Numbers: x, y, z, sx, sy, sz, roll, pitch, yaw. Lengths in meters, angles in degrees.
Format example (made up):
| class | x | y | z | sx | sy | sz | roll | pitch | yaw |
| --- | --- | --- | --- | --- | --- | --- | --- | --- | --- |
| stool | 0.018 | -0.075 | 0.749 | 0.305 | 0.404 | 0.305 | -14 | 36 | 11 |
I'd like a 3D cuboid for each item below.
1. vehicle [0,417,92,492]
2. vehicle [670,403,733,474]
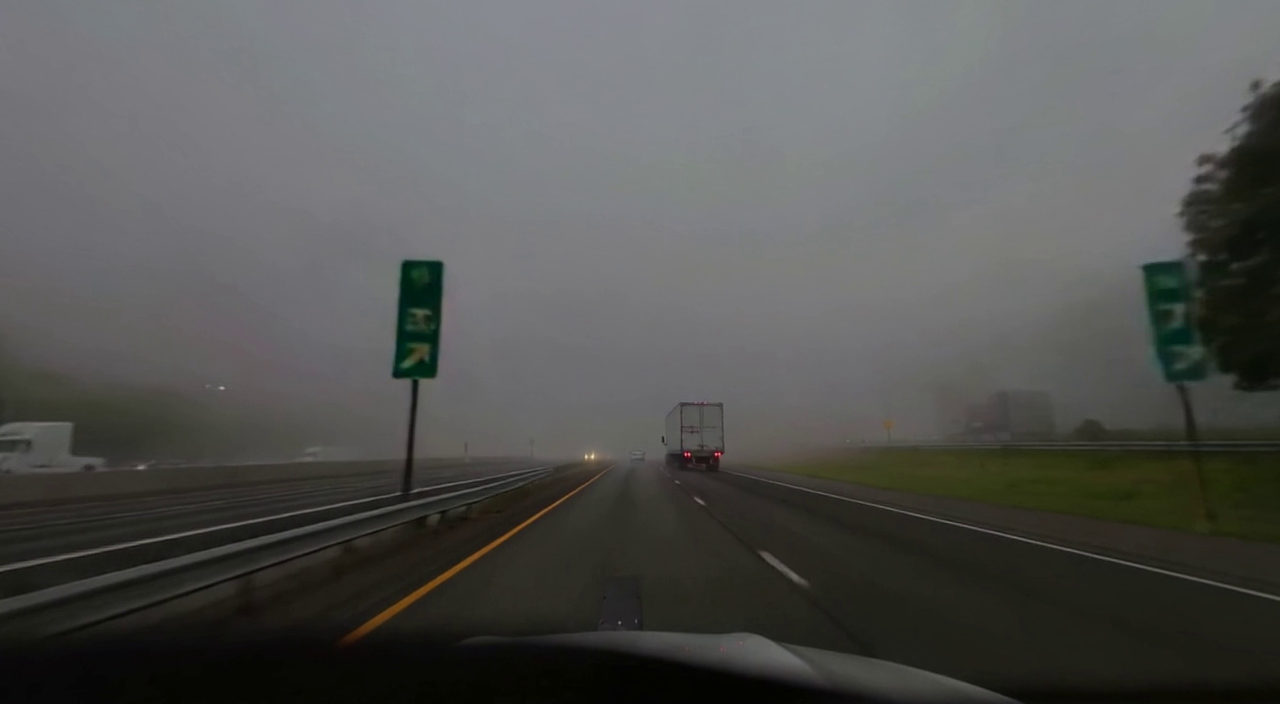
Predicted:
| class | x | y | z | sx | sy | sz | roll | pitch | yaw |
| --- | --- | --- | --- | --- | --- | --- | --- | --- | --- |
| vehicle | -28.416 | 4.693 | 28.589 | 2.809 | 2.981 | 7.530 | 3 | -10 | -23 |
| vehicle | 3.946 | 6.110 | 43.779 | 3.185 | 4.154 | 12.638 | 0 | -9 | 0 |
